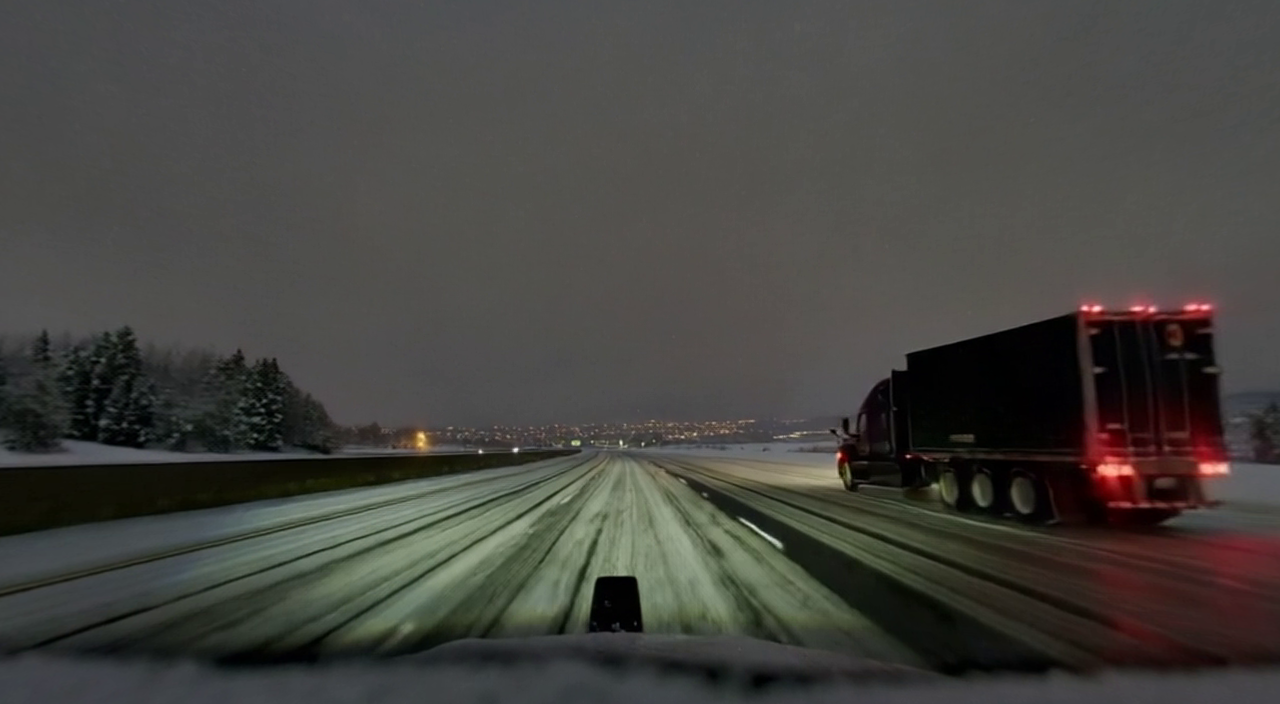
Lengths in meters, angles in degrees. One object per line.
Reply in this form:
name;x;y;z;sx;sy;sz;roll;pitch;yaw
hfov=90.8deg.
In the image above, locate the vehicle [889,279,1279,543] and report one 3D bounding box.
vehicle;7.179;1.181;10.876;2.627;3.011;7.287;0;-9;-1
